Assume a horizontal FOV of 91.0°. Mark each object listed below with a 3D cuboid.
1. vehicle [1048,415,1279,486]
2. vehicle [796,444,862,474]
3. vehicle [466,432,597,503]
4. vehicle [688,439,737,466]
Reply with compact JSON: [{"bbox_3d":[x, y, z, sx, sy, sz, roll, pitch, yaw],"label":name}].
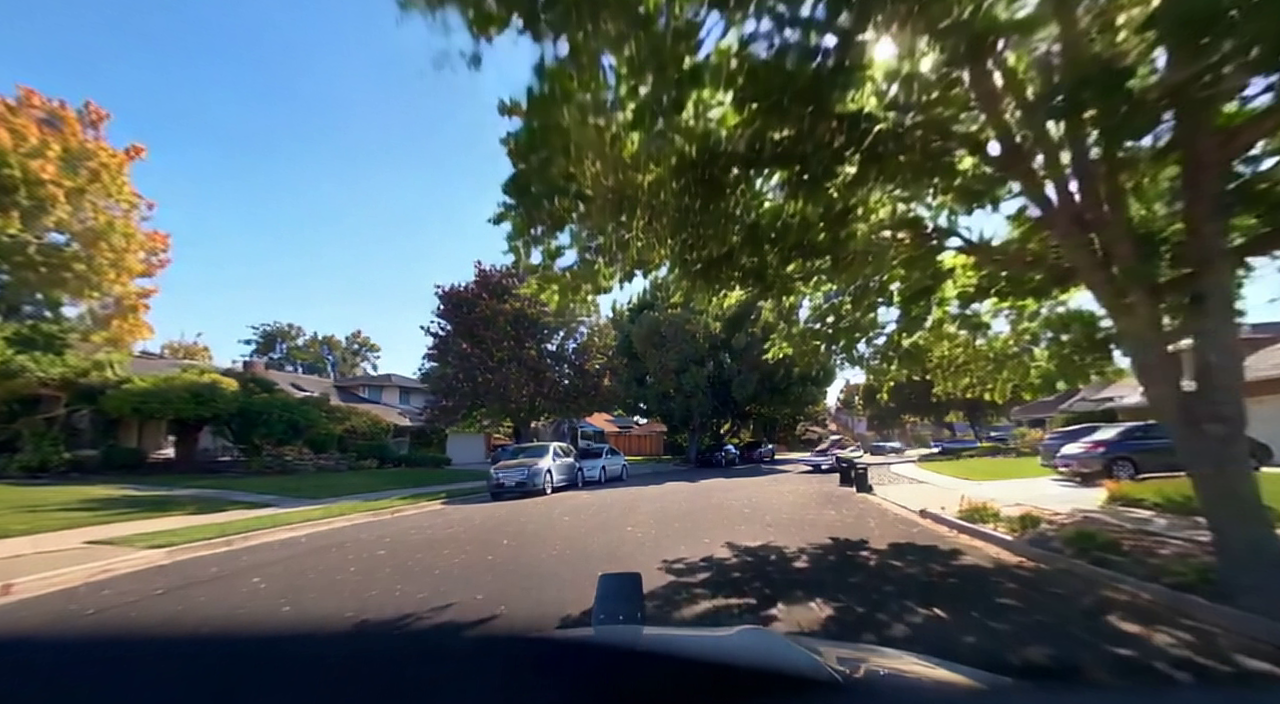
[{"bbox_3d":[14.403,2.704,17.304,4.789,1.771,2.092,-2,-9,9],"label":"vehicle"},{"bbox_3d":[10.993,6.077,36.163,2.804,1.336,6.700,-3,-7,24],"label":"vehicle"},{"bbox_3d":[-3.073,3.387,19.239,2.274,1.784,5.090,-1,-7,11],"label":"vehicle"},{"bbox_3d":[5.106,7.008,43.839,2.052,1.745,4.737,-4,-9,23],"label":"vehicle"}]
